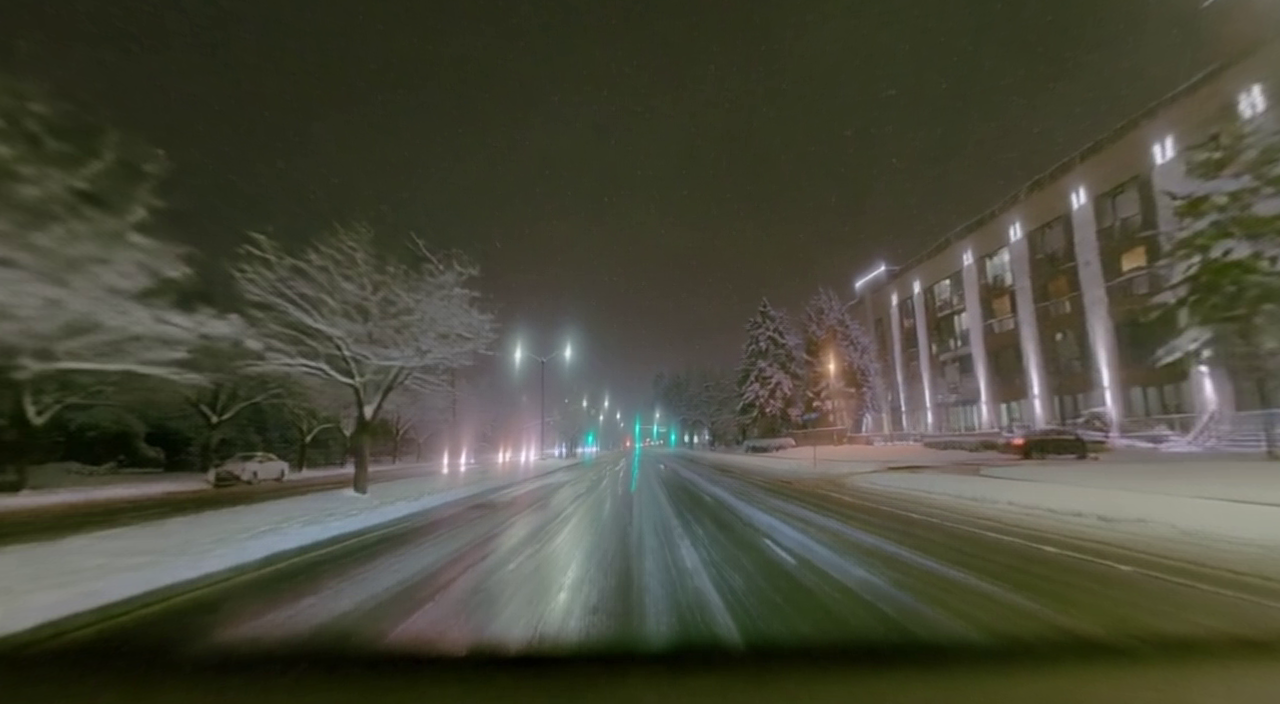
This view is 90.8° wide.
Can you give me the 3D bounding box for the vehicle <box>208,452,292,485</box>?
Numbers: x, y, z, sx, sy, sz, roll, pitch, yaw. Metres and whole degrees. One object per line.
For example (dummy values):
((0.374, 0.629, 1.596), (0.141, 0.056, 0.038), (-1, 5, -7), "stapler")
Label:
((-22.271, 6.656, 36.325), (1.990, 1.650, 4.617), (-1, -8, -1), "vehicle")
